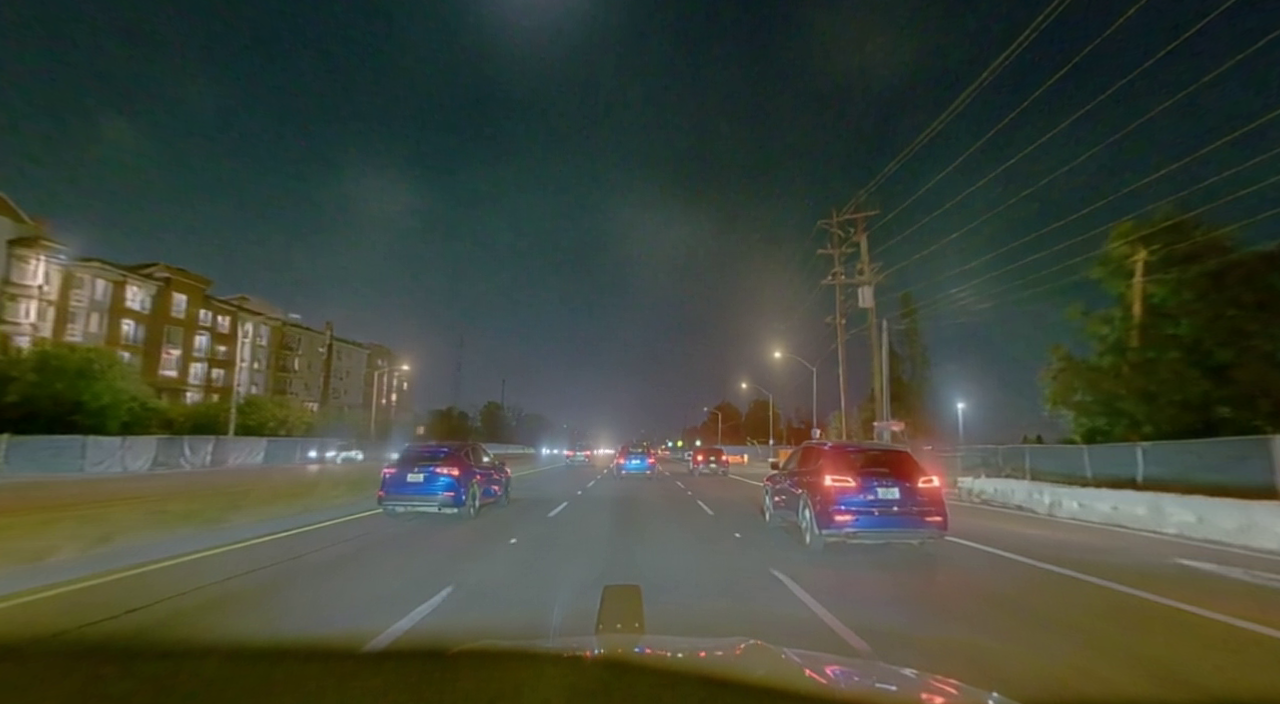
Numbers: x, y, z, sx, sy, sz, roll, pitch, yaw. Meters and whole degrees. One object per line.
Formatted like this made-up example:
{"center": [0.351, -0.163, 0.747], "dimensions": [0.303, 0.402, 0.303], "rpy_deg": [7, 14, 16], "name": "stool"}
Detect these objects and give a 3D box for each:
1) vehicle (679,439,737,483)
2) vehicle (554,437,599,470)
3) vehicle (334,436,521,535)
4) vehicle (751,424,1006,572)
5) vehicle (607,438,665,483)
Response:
{"center": [2.937, 4.812, 28.255], "dimensions": [2.029, 1.797, 4.218], "rpy_deg": [0, -8, -1], "name": "vehicle"}
{"center": [-3.702, 6.034, 37.753], "dimensions": [2.190, 1.832, 4.417], "rpy_deg": [0, -8, 1], "name": "vehicle"}
{"center": [-3.626, 2.334, 11.714], "dimensions": [1.968, 1.473, 4.209], "rpy_deg": [0, -8, 0], "name": "vehicle"}
{"center": [2.980, 1.906, 9.008], "dimensions": [1.975, 1.598, 4.025], "rpy_deg": [0, -8, -1], "name": "vehicle"}
{"center": [-0.161, 4.558, 26.879], "dimensions": [2.291, 1.714, 4.217], "rpy_deg": [0, -8, 0], "name": "vehicle"}
